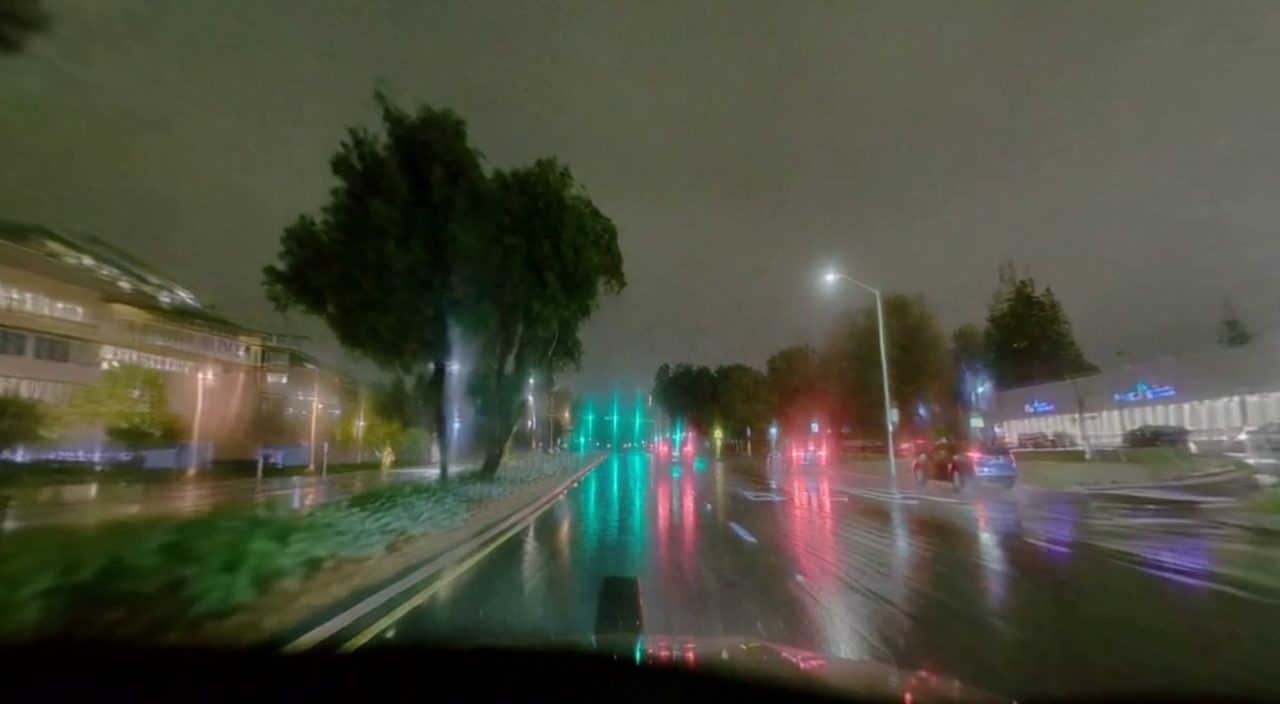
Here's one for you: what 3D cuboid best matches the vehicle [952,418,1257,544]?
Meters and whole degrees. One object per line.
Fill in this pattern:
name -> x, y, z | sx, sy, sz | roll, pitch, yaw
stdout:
vehicle -> 7.459, 2.090, 10.864 | 2.025, 1.719, 4.161 | 0, -8, 0

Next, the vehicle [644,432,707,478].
vehicle -> 1.408, 4.366, 26.994 | 2.227, 1.794, 4.457 | 0, -8, -3

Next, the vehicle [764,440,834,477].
vehicle -> 7.213, 4.885, 29.169 | 2.029, 1.548, 4.422 | 0, -8, 0

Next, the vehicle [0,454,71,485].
vehicle -> -29.983, 5.743, 31.120 | 1.779, 1.363, 4.265 | 4, -9, -28

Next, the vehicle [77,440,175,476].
vehicle -> -30.013, 6.190, 36.971 | 3.883, 1.989, 2.208 | -1, -9, 6
